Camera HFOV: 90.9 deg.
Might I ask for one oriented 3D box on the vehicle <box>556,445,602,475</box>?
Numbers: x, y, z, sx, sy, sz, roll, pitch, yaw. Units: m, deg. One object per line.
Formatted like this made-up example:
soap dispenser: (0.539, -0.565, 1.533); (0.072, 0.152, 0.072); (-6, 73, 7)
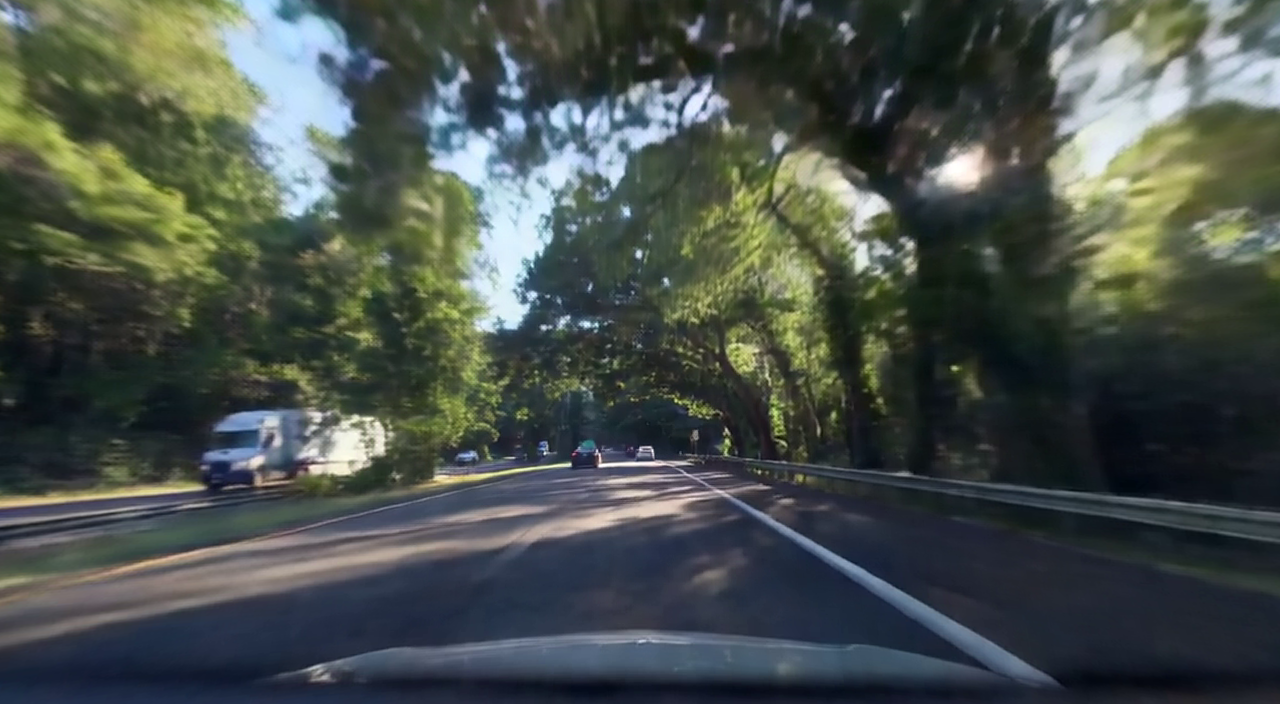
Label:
vehicle: (-3.233, 5.857, 34.399); (2.112, 1.498, 4.117); (0, -9, 0)

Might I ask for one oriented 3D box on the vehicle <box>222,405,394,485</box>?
vehicle: (-19.129, 5.658, 38.162); (2.881, 3.904, 14.146); (0, -9, -1)

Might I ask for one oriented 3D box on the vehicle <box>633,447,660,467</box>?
vehicle: (0.442, 8.062, 48.449); (1.989, 1.402, 3.831); (0, -9, -1)

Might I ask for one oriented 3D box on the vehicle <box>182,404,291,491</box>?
vehicle: (-19.031, 4.510, 29.952); (2.908, 3.879, 2.998); (0, -9, -1)
